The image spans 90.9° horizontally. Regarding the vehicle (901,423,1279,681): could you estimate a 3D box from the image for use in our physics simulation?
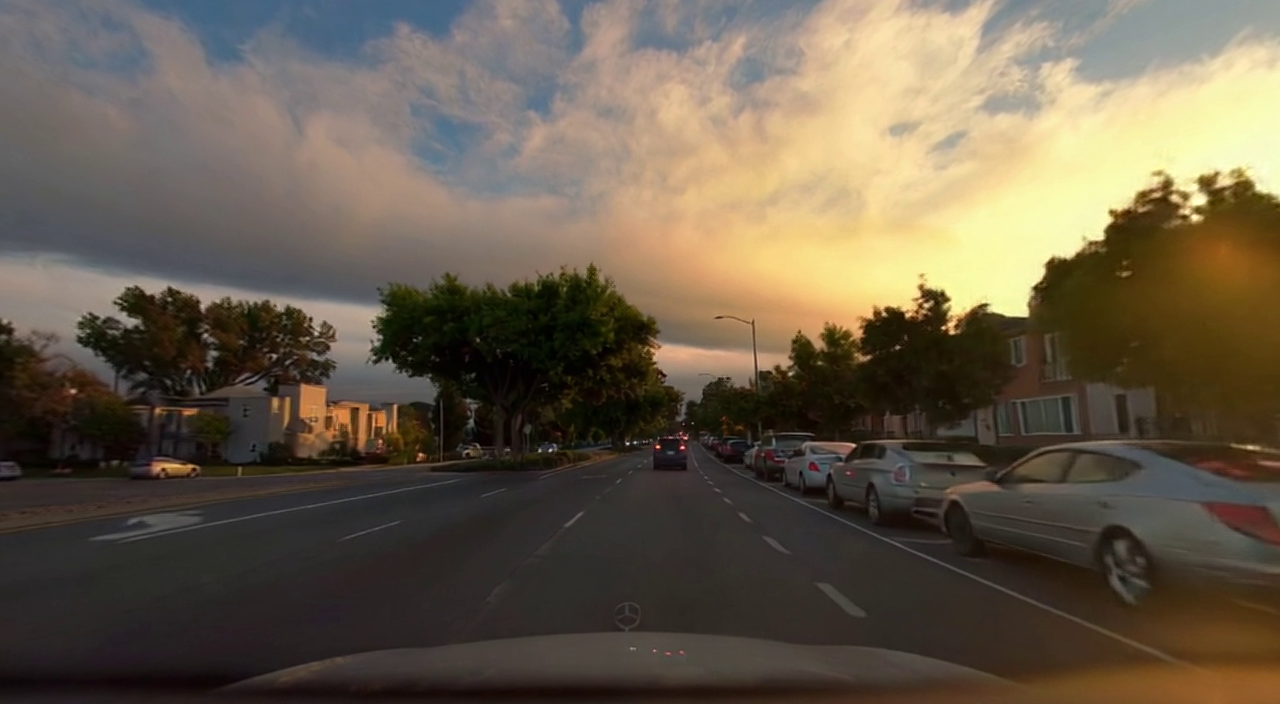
[{"bbox_3d":[4.464,1.462,5.816,1.855,1.445,4.895,0,-8,-2],"label":"vehicle"}]

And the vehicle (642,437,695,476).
[{"bbox_3d":[1.171,4.313,26.170,2.011,1.480,4.170,-1,-8,2],"label":"vehicle"}]

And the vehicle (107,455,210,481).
[{"bbox_3d":[-29.630,7.146,38.904,4.591,1.468,1.805,1,-9,-9],"label":"vehicle"}]
